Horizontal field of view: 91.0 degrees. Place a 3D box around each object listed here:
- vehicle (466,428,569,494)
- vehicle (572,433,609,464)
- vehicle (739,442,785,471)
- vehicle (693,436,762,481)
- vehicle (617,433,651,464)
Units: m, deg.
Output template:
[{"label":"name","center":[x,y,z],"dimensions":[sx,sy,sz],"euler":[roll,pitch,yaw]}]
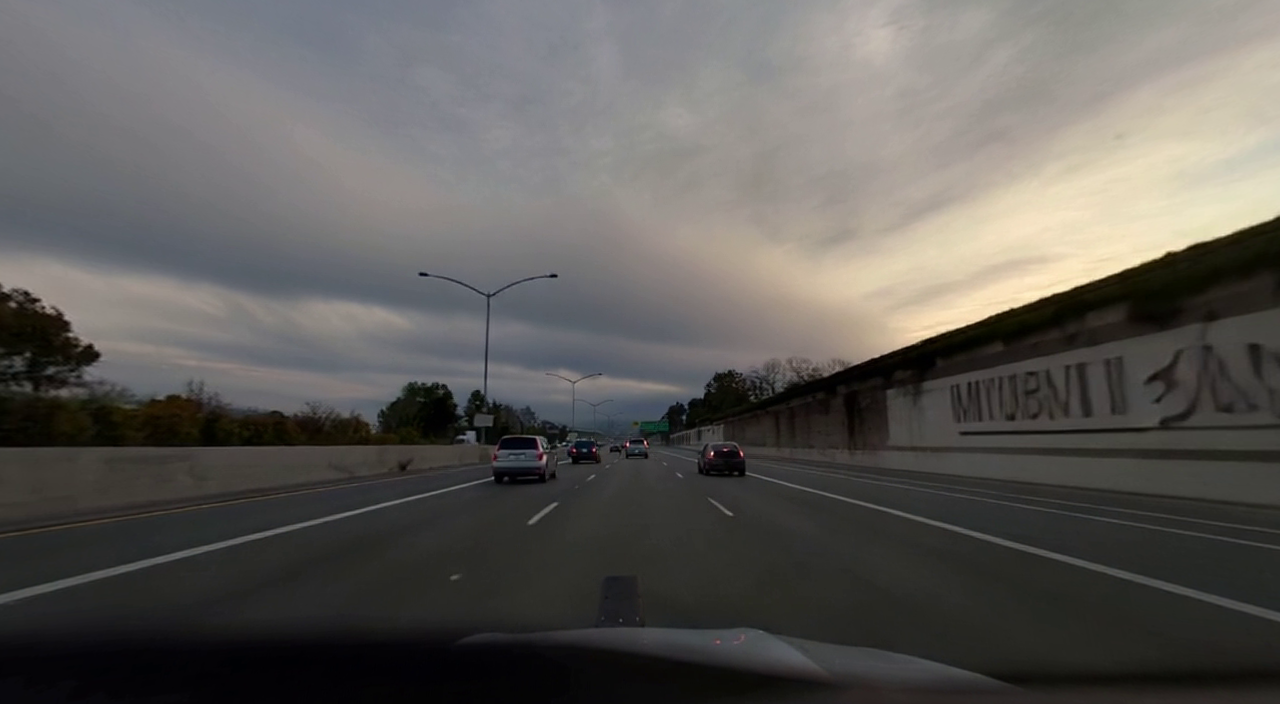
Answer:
[{"label":"vehicle","center":[-3.719,3.430,20.284],"dimensions":[2.184,1.819,5.441],"euler":[0,-8,0]},{"label":"vehicle","center":[-3.686,7.265,47.496],"dimensions":[2.378,2.214,4.352],"euler":[0,-8,0]},{"label":"vehicle","center":[7.656,6.568,39.805],"dimensions":[2.033,1.680,4.505],"euler":[0,-8,0]},{"label":"vehicle","center":[3.590,4.479,26.769],"dimensions":[2.224,1.752,4.487],"euler":[0,-8,-1]},{"label":"vehicle","center":[-0.415,7.371,48.392],"dimensions":[2.485,2.215,5.199],"euler":[0,-8,1]}]
